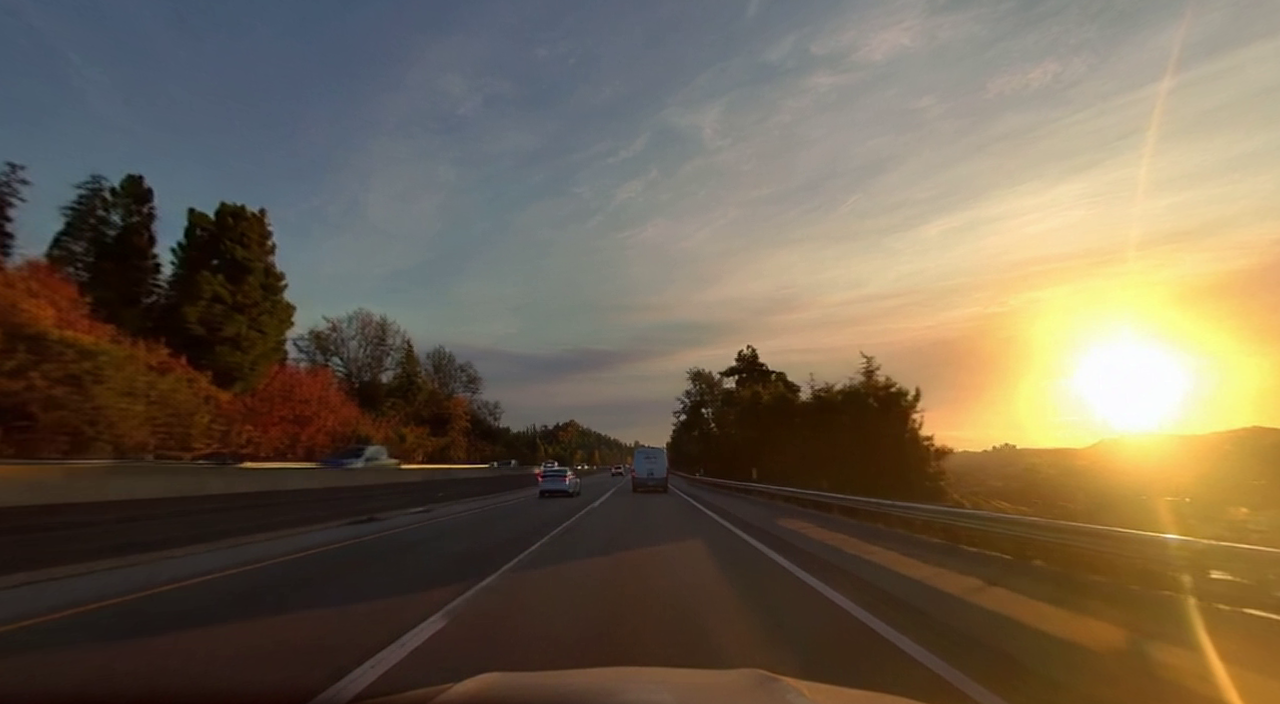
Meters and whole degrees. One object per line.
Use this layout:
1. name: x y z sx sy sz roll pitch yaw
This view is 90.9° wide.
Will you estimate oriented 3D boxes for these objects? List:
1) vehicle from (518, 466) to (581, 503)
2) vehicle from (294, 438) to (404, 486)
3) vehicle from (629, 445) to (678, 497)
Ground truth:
1. vehicle: -4.043 6.031 28.970 2.128 1.491 4.508 1 -10 1
2. vehicle: -12.264 4.761 27.053 2.092 1.807 5.343 1 -11 1
3. vehicle: 0.651 6.512 34.497 2.482 2.549 5.447 1 -10 -1
